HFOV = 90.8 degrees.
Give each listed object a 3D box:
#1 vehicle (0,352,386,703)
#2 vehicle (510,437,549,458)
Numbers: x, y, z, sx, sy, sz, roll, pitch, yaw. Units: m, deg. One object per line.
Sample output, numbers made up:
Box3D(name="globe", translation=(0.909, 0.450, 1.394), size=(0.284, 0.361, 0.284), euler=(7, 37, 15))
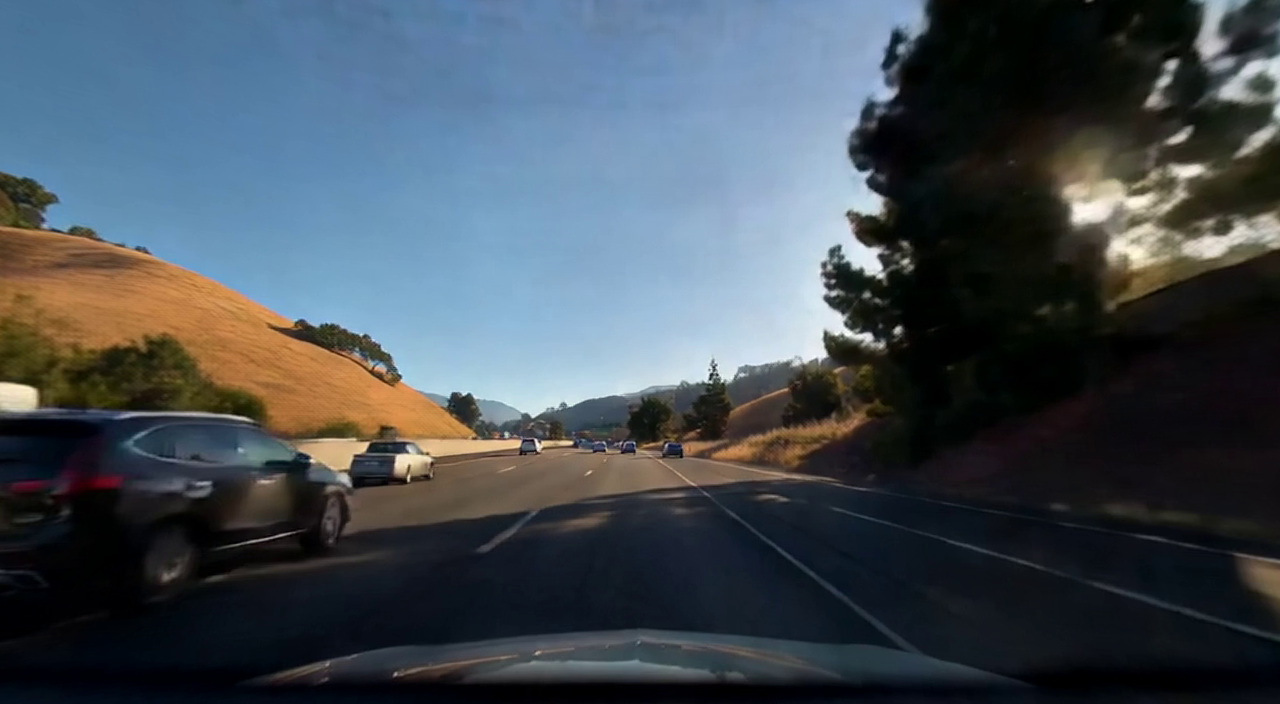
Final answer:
Box3D(name="vehicle", translation=(-4.054, 1.154, 4.934), size=(2.166, 1.700, 4.661), euler=(0, -8, 0))
Box3D(name="vehicle", translation=(-7.882, 6.886, 45.535), size=(2.020, 1.447, 4.322), euler=(0, -8, 0))
